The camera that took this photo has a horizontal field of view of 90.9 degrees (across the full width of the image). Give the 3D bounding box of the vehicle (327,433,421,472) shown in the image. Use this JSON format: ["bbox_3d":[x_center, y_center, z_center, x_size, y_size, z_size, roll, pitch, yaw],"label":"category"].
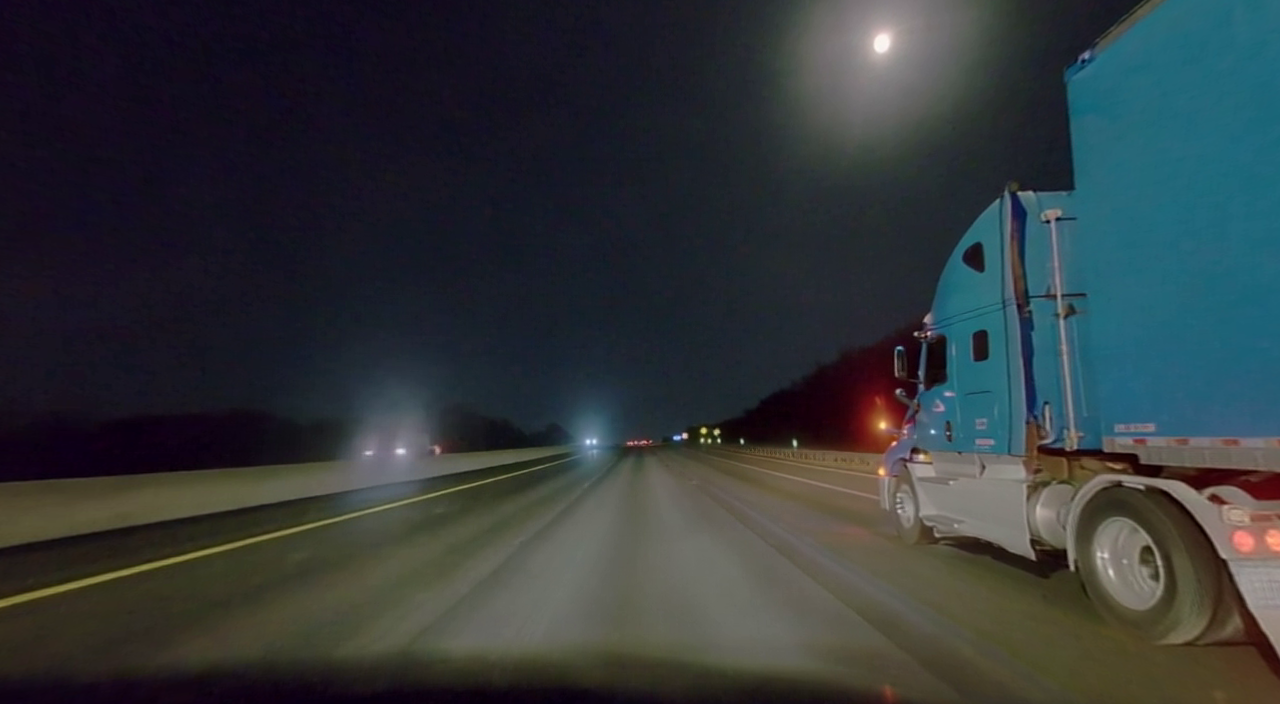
[{"bbox_3d":[-14.113,5.390,34.030,2.495,1.889,5.742,0,-8,1],"label":"vehicle"}]

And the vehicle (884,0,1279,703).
[{"bbox_3d":[4.031,-0.440,1.692,3.012,3.768,8.945,0,-8,-1],"label":"vehicle"}]
